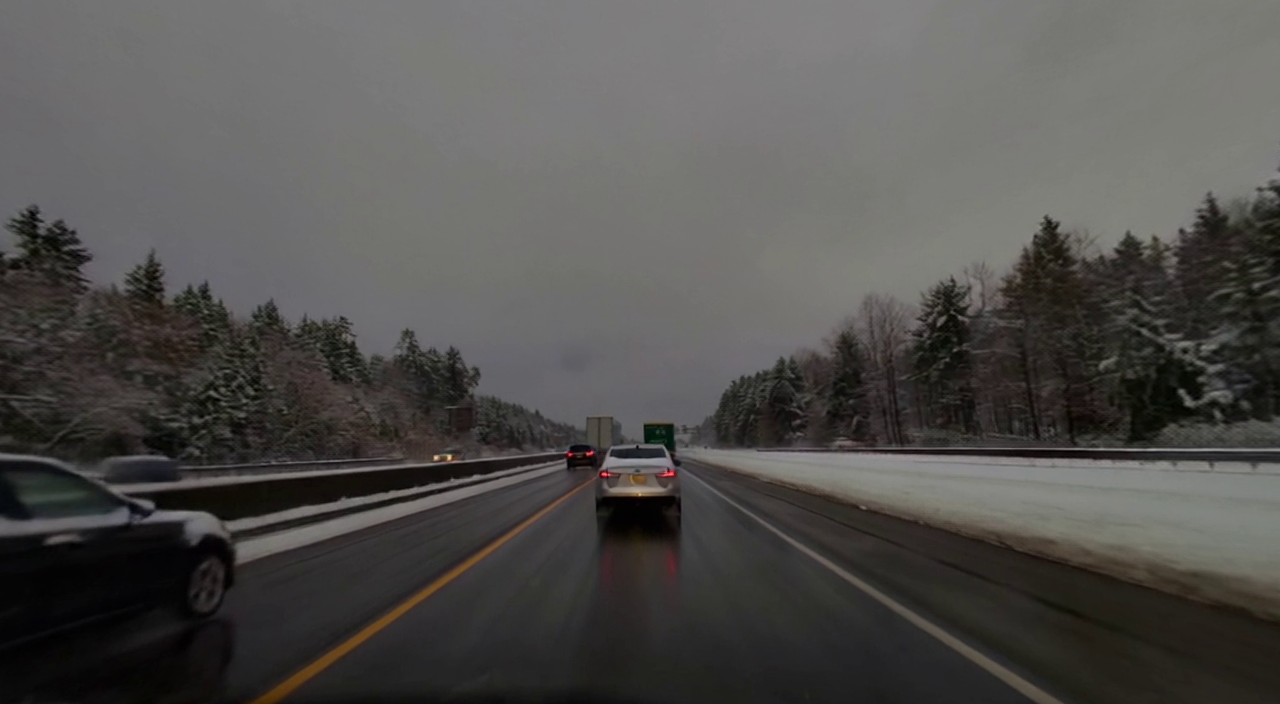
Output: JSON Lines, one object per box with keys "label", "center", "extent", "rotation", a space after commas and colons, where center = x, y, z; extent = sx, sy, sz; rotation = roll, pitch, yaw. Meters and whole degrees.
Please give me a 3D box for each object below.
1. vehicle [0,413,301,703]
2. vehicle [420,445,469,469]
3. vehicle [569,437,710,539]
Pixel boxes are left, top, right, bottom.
{"label": "vehicle", "center": [-4.105, 1.136, 3.547], "extent": [1.929, 1.509, 4.331], "rotation": [0, -9, 1]}
{"label": "vehicle", "center": [-14.381, 7.739, 46.536], "extent": [1.998, 1.685, 4.606], "rotation": [0, -9, 2]}
{"label": "vehicle", "center": [-0.029, 2.297, 11.210], "extent": [2.057, 1.449, 3.931], "rotation": [0, -9, -1]}
